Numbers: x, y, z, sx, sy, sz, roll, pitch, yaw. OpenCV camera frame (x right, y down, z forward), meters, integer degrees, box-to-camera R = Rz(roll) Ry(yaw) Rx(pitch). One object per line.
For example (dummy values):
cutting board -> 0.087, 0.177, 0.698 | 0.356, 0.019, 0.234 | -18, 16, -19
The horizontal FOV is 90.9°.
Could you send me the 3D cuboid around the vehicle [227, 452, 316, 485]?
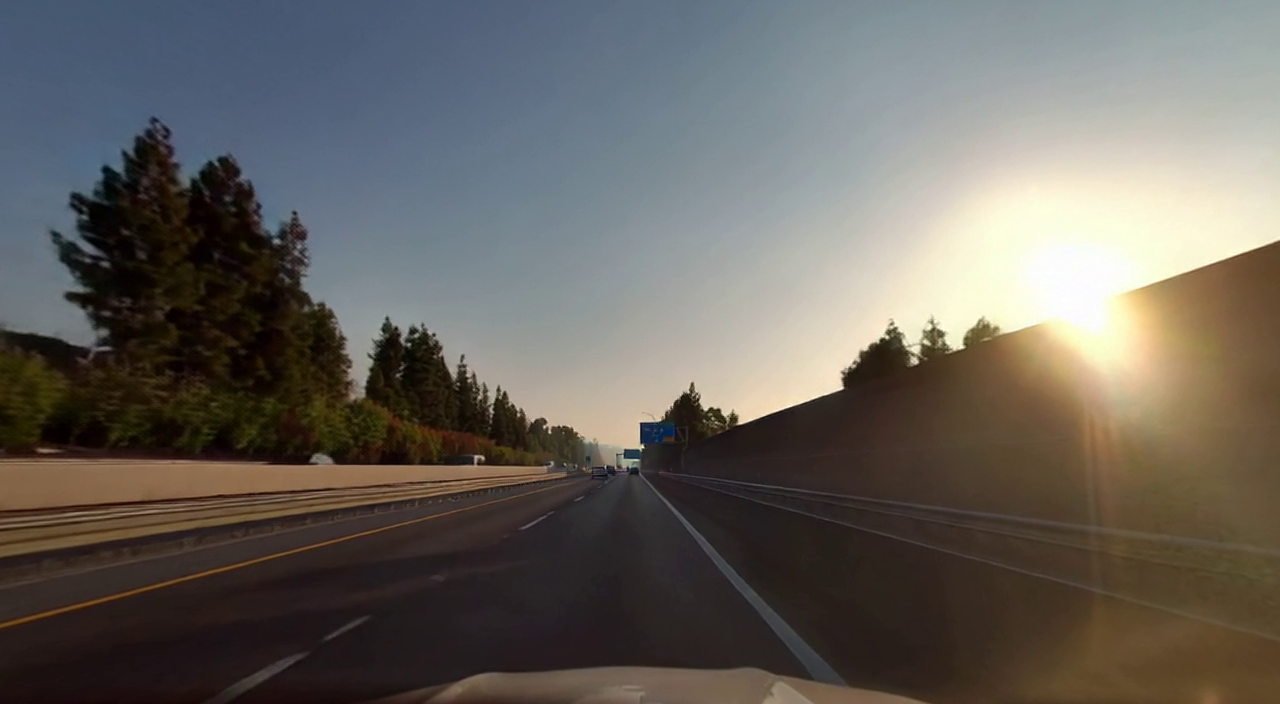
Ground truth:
vehicle -> -17.342, 5.529, 29.893 | 1.941, 1.438, 3.725 | 1, -10, -1
